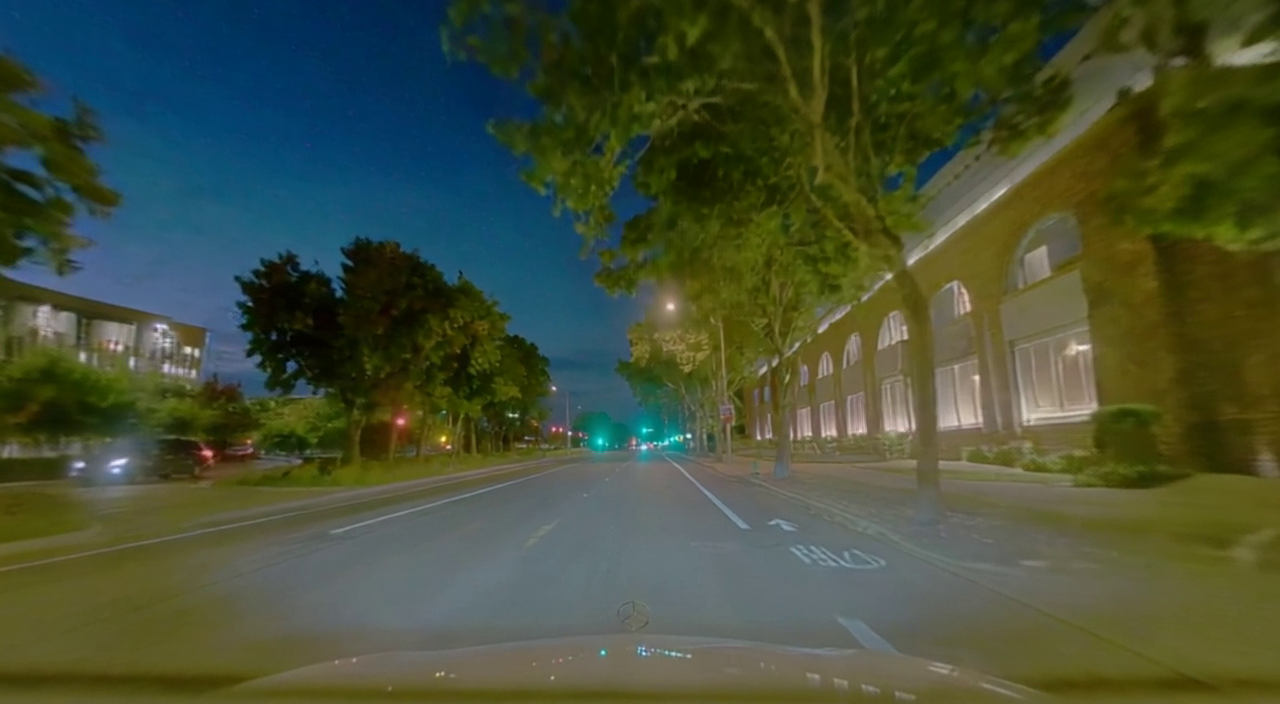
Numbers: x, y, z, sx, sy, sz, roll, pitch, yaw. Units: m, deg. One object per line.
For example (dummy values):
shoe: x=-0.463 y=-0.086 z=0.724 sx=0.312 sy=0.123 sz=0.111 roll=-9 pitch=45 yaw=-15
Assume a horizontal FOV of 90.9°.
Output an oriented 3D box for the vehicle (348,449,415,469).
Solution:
vehicle: x=-18.930 y=7.855 z=46.271 sx=4.005 sy=1.433 sz=1.953 roll=0 pitch=-8 yaw=0

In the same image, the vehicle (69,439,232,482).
vehicle: x=-19.143 y=4.250 z=24.802 sx=4.699 sy=1.558 sz=2.113 roll=0 pitch=-9 yaw=4

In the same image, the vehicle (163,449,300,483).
vehicle: x=-19.342 y=5.385 z=29.990 sx=5.091 sy=1.530 sz=1.982 roll=0 pitch=-8 yaw=-1
